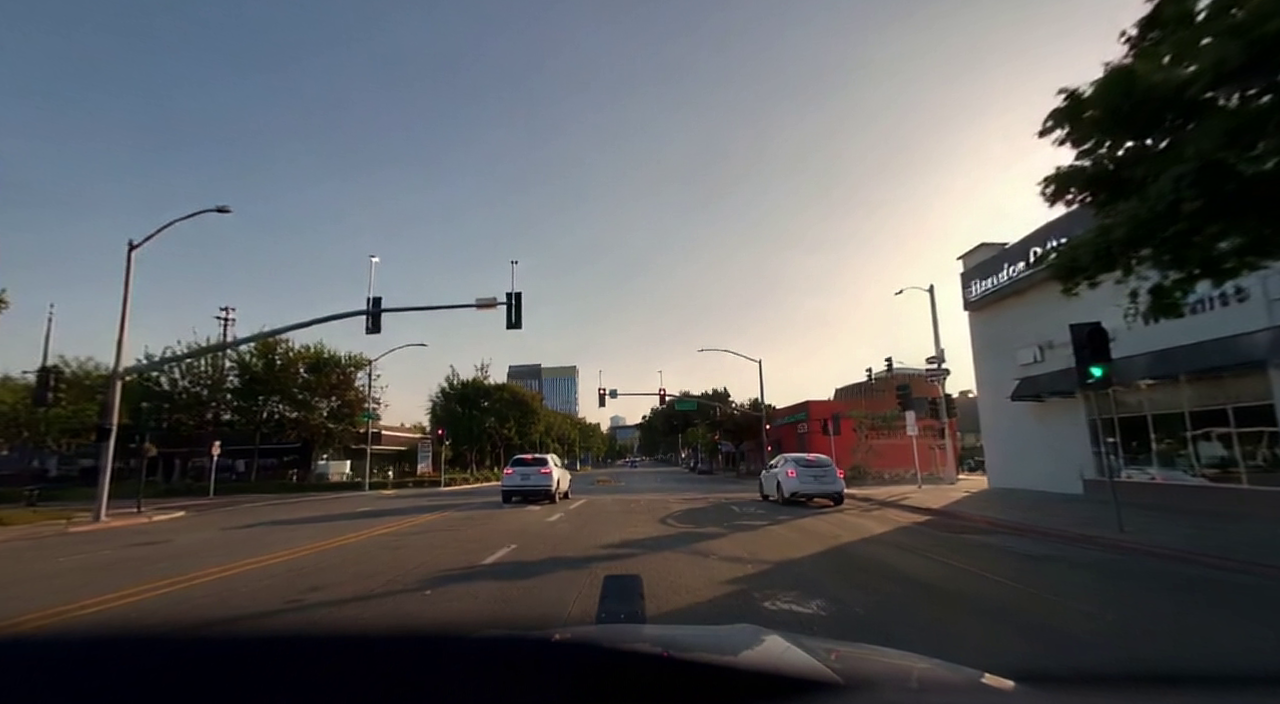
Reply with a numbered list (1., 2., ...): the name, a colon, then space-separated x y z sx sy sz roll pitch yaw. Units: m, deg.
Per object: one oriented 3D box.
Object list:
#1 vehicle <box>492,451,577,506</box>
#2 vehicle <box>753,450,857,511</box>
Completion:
1. vehicle: -3.340 4.146 20.814 1.947 1.627 4.248 0 -10 1
2. vehicle: 4.983 3.988 19.771 2.039 1.655 4.495 0 -10 0
